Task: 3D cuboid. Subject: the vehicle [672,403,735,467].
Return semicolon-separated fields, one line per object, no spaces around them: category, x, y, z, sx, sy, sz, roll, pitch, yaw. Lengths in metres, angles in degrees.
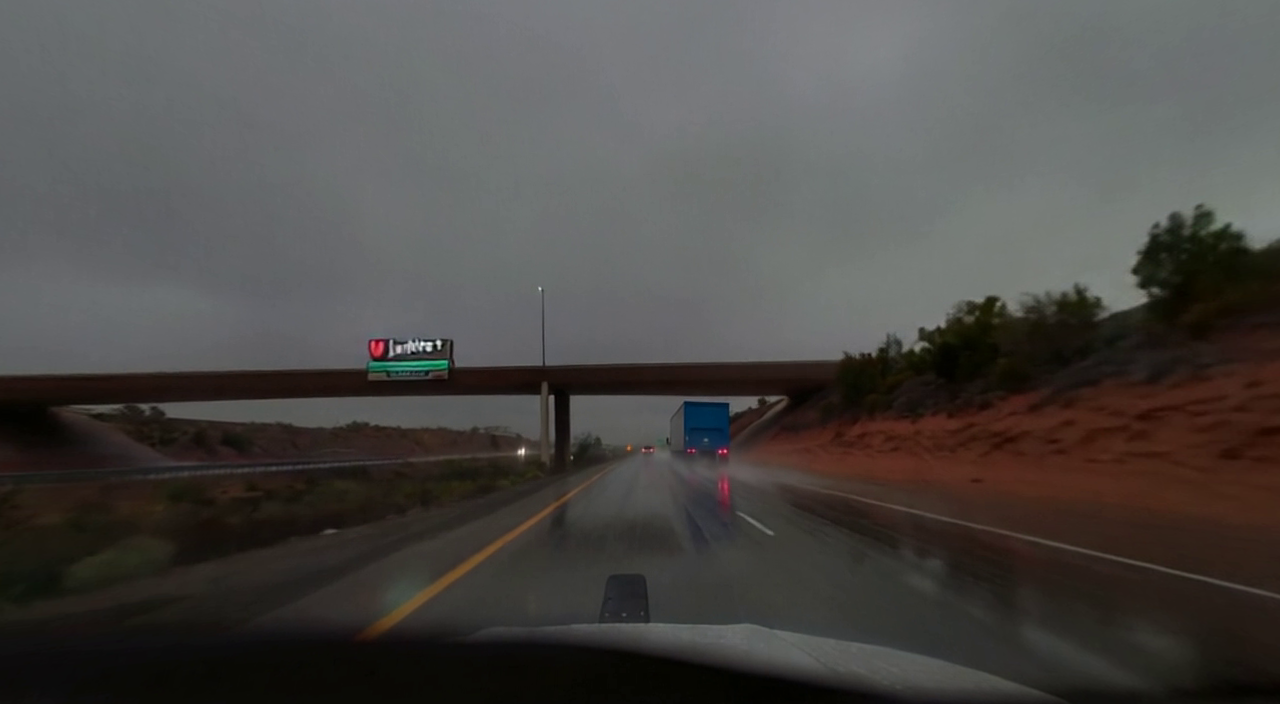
vehicle;4.109;5.771;43.097;3.024;3.834;10.128;0;-8;-1
